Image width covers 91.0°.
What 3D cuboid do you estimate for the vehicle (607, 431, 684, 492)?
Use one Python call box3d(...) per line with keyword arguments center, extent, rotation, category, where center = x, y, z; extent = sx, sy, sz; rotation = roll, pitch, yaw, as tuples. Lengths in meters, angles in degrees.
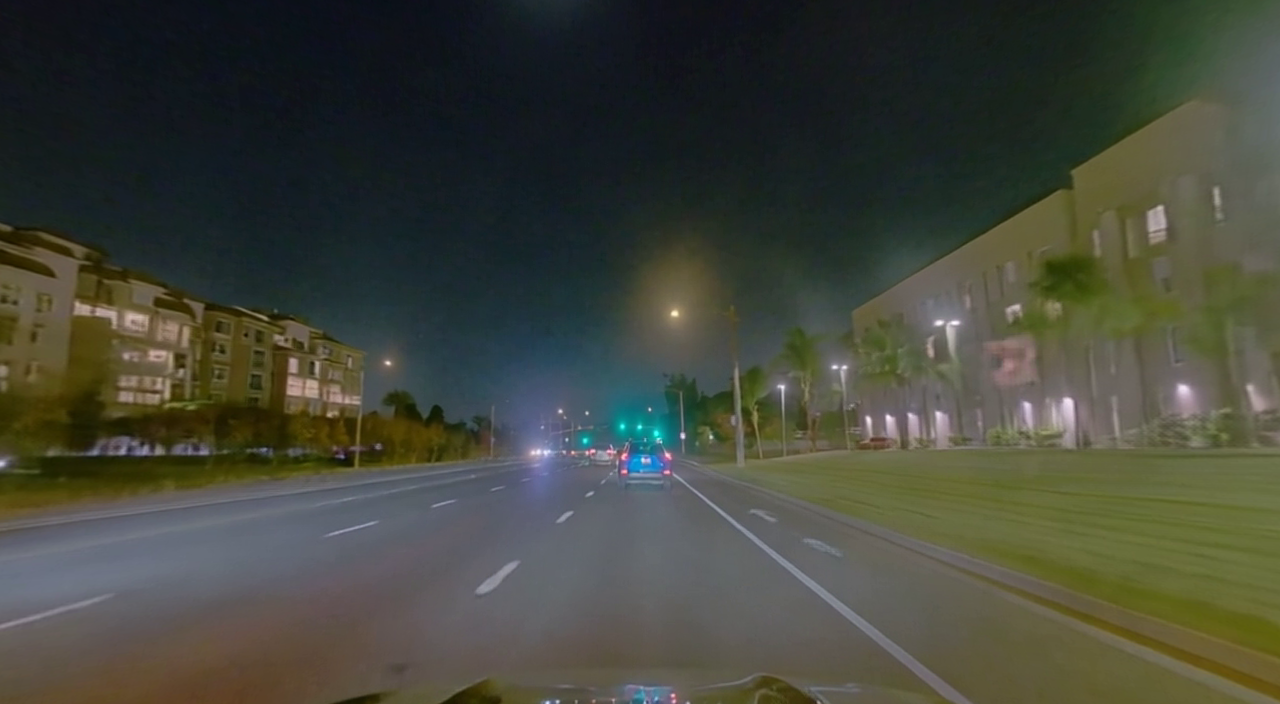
box3d(center=(0.147, 3.466, 20.224), extent=(2.198, 1.706, 4.166), rotation=(0, -9, 0), category="vehicle")
